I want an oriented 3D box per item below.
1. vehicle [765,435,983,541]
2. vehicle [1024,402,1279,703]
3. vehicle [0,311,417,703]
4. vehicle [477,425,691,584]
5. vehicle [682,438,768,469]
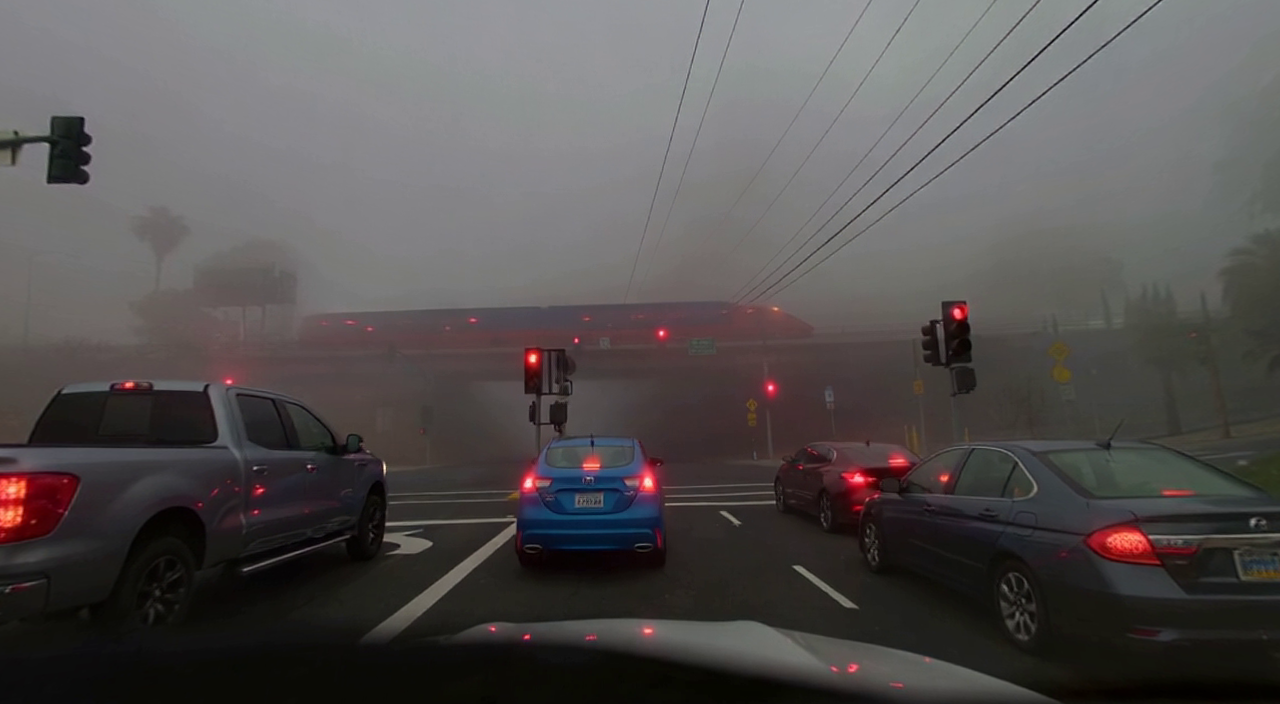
[{"bbox_3d":[3.704,2.223,11.069,1.965,1.448,4.486,0,-9,-2],"label":"vehicle"},{"bbox_3d":[3.872,0.900,2.297,2.052,1.496,4.541,0,-9,0],"label":"vehicle"},{"bbox_3d":[-3.793,1.114,5.050,2.078,1.838,5.448,0,-9,-1],"label":"vehicle"},{"bbox_3d":[-0.626,1.763,8.149,2.035,1.491,4.090,0,-9,-3],"label":"vehicle"},{"bbox_3d":[4.217,5.140,32.082,1.878,1.428,4.416,5,-10,-33],"label":"vehicle"}]
